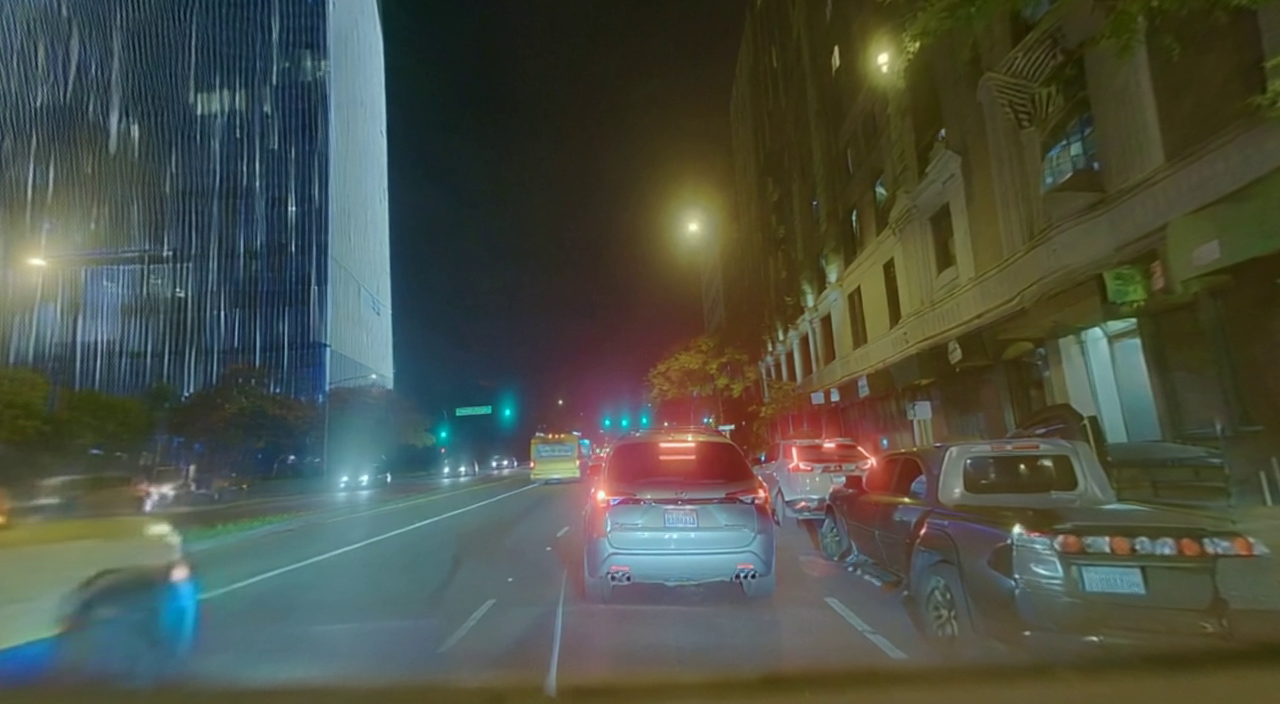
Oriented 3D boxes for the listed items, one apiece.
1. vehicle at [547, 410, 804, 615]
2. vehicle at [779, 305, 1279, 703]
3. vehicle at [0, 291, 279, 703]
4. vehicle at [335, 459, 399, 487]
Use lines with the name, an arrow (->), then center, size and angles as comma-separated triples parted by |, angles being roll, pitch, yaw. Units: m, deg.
vehicle -> 0.226, 1.547, 6.885 | 2.045, 1.608, 3.573 | 0, -9, -2
vehicle -> 2.731, 1.082, 4.915 | 2.117, 1.855, 4.794 | 0, -9, -1
vehicle -> -3.231, 0.533, 0.652 | 2.375, 1.847, 5.606 | 0, -9, 0
vehicle -> -19.150, 8.480, 44.495 | 2.274, 1.708, 4.863 | 0, -9, 1
